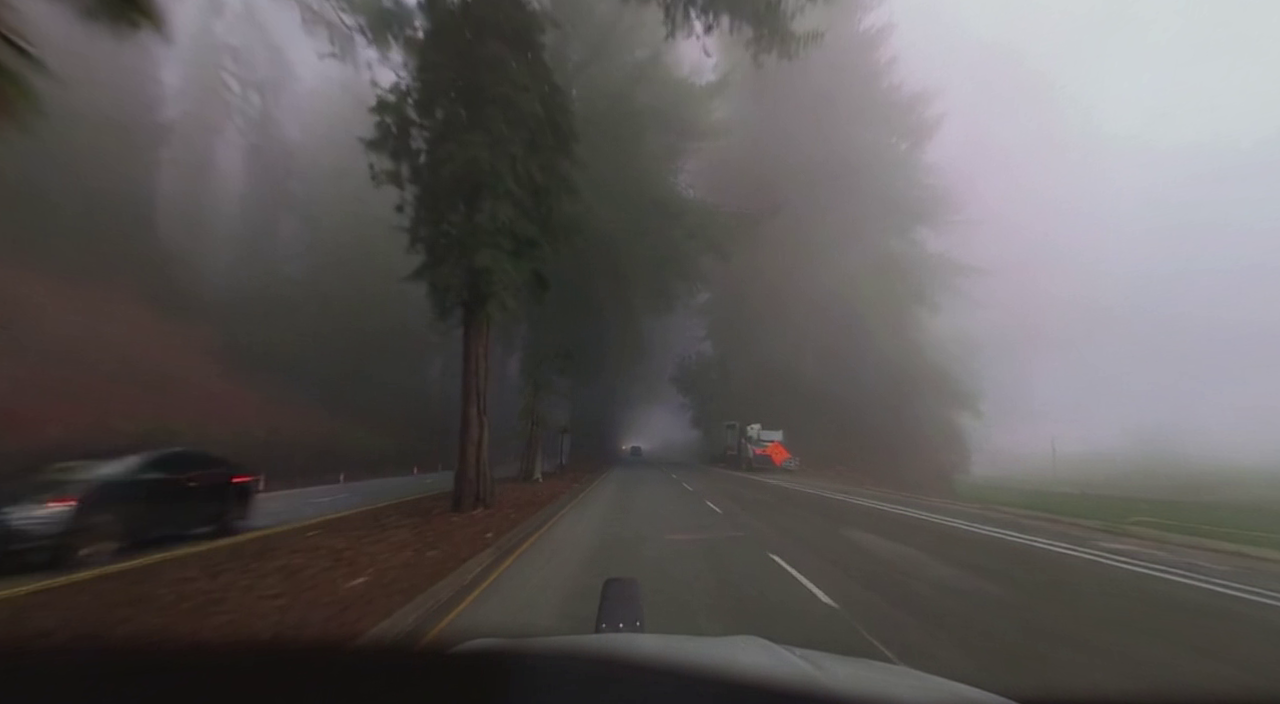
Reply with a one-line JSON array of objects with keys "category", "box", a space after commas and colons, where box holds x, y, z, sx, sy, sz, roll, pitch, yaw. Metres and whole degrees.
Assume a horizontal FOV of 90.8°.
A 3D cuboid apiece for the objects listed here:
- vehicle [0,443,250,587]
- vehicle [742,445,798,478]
[{"category": "vehicle", "box": [-7.526, 1.956, 8.381, 1.907, 1.455, 4.404, 0, -8, 0]}, {"category": "vehicle", "box": [6.233, 5.296, 30.843, 1.904, 1.470, 4.583, -1, -8, 2]}]
